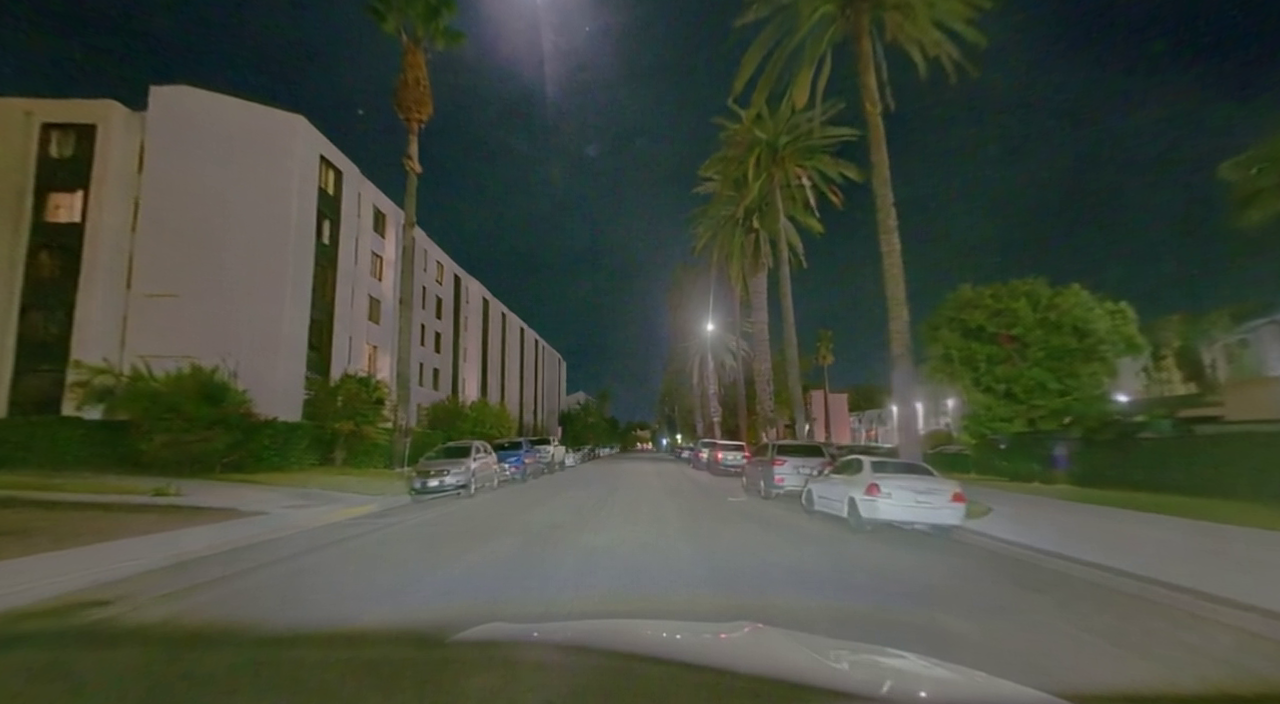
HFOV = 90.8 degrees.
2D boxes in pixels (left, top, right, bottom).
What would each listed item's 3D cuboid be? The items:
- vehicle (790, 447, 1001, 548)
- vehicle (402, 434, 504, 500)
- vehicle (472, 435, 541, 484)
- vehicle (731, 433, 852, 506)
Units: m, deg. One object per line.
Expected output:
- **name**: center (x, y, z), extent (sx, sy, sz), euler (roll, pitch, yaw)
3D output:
- **vehicle**: center (4.335, 2.504, 11.663), extent (1.909, 1.449, 4.513), euler (0, -8, -2)
- **vehicle**: center (-5.800, 3.600, 20.230), extent (1.947, 1.806, 4.413), euler (2, -8, -1)
- **vehicle**: center (-5.573, 4.532, 27.003), extent (2.087, 1.896, 4.554), euler (0, -8, -1)
- **vehicle**: center (4.151, 3.319, 18.347), extent (2.201, 1.787, 5.007), euler (0, -8, -1)
